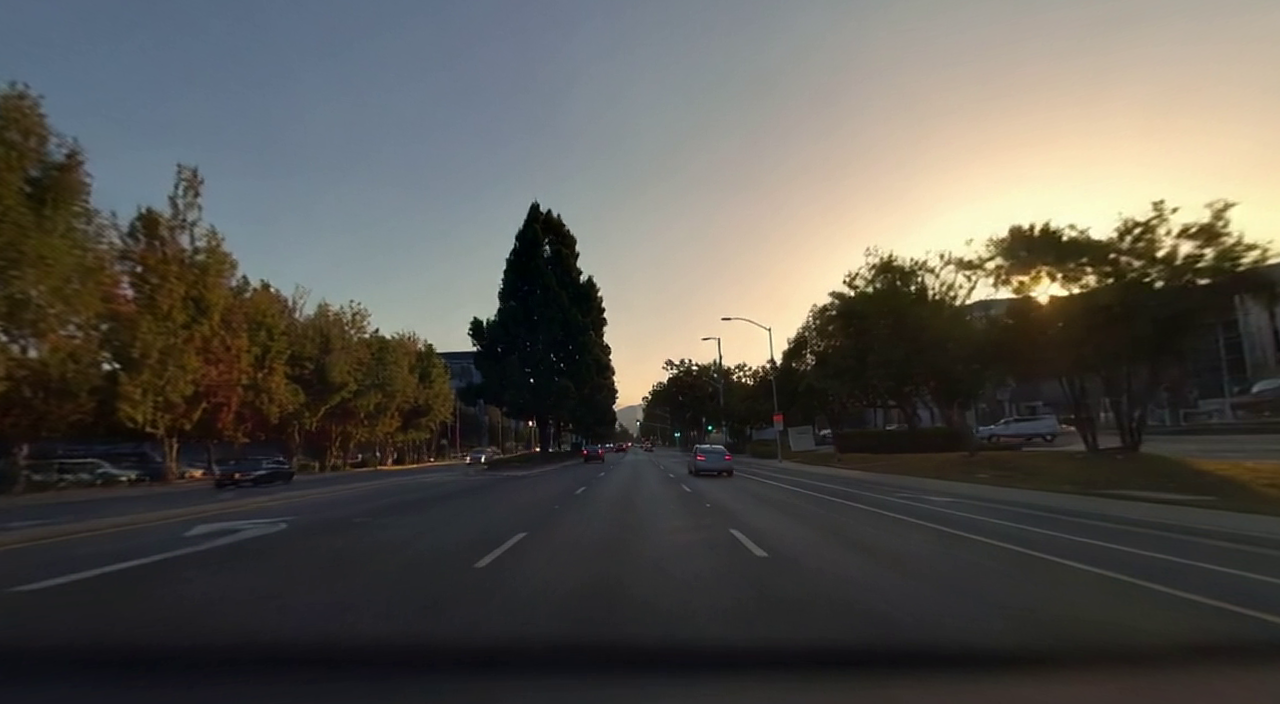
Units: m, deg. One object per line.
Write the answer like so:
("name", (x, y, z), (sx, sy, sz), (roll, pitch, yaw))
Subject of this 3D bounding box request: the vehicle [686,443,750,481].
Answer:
("vehicle", (3.226, 4.648, 26.976), (1.966, 1.449, 4.290), (0, -8, -3))

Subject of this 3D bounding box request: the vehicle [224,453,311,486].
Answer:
("vehicle", (-19.321, 6.095, 33.013), (1.876, 1.506, 4.231), (-1, -8, 2))

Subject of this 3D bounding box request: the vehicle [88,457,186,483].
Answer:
("vehicle", (-30.858, 7.235, 38.859), (4.325, 1.484, 1.899), (0, -9, -1))

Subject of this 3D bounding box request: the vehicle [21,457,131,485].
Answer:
("vehicle", (-31.969, 6.758, 35.901), (4.363, 1.472, 1.892), (0, -9, -2))
